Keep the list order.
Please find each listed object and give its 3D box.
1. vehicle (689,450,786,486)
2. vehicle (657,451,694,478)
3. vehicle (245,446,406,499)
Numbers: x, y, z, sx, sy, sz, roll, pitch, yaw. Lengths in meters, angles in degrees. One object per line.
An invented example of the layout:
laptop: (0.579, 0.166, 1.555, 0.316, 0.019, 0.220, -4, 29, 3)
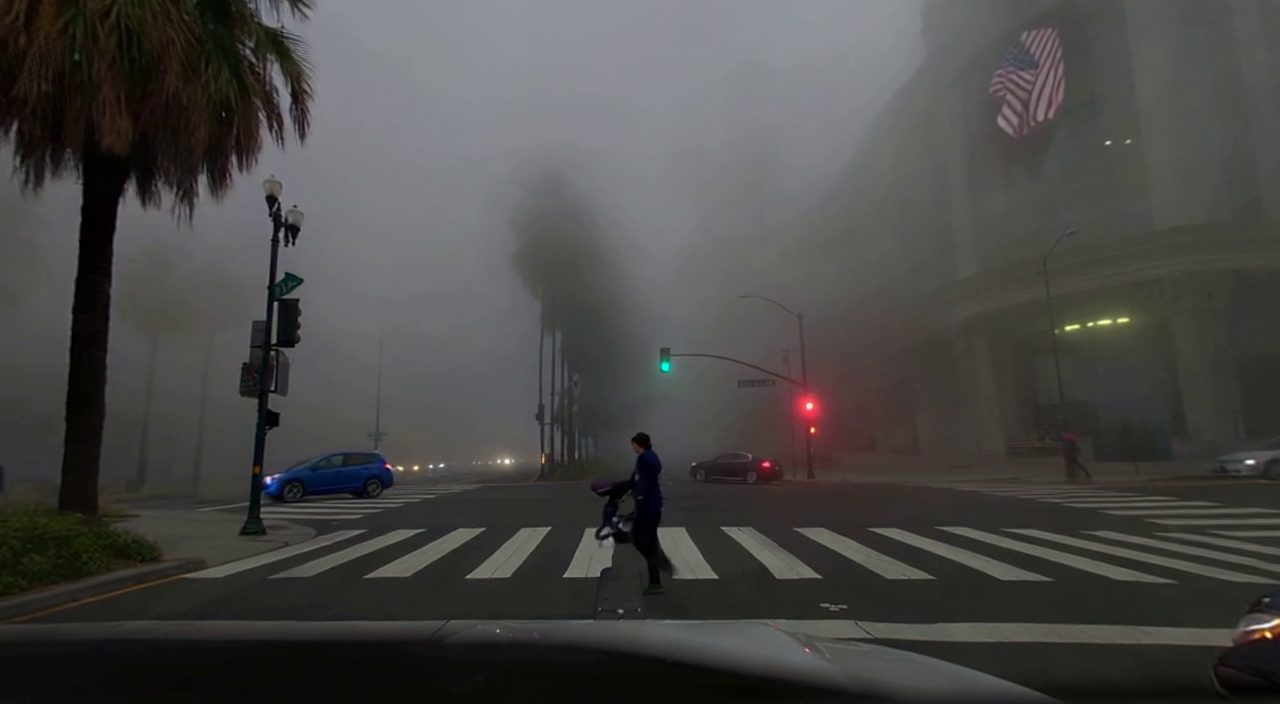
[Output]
vehicle: (4.468, 5.364, 29.539, 2.000, 1.525, 4.273, 6, -10, -36)
vehicle: (2.572, 8.290, 46.891, 2.325, 1.810, 4.827, 0, -8, -1)
vehicle: (-10.319, 3.959, 21.146, 4.499, 1.594, 1.898, 3, -9, -18)
